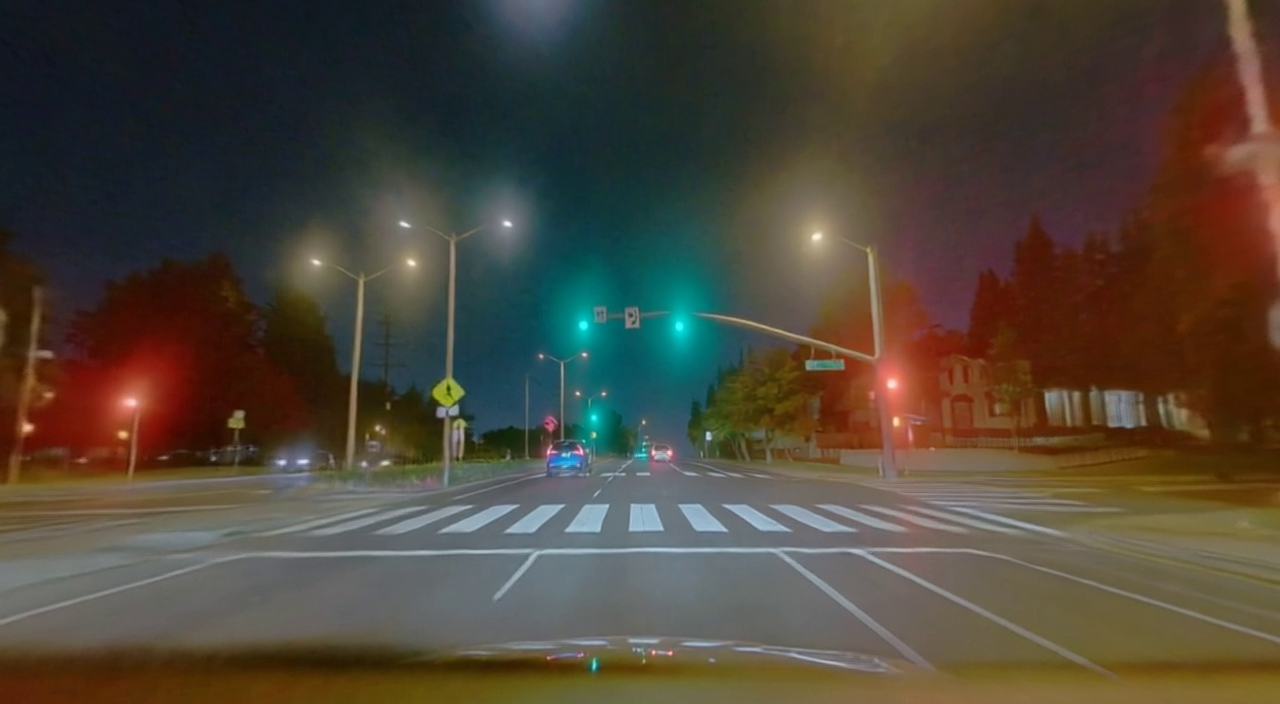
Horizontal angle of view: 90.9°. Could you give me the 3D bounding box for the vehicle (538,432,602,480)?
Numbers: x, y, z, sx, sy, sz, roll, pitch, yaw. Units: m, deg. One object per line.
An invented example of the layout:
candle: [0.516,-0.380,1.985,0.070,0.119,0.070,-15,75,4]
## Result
vehicle: [-2.872,4.385,26.899,2.150,1.812,4.423,-1,-8,1]

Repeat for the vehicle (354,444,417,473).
vehicle: [-15.428,6.451,38.427,1.990,1.650,4.283,-1,-8,1]

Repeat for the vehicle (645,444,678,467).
vehicle: [1.455,7.219,44.250,2.075,1.480,3.920,0,-8,-1]

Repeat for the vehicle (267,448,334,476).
vehicle: [-22.648,7.312,42.240,1.967,1.675,4.436,-1,-8,1]
